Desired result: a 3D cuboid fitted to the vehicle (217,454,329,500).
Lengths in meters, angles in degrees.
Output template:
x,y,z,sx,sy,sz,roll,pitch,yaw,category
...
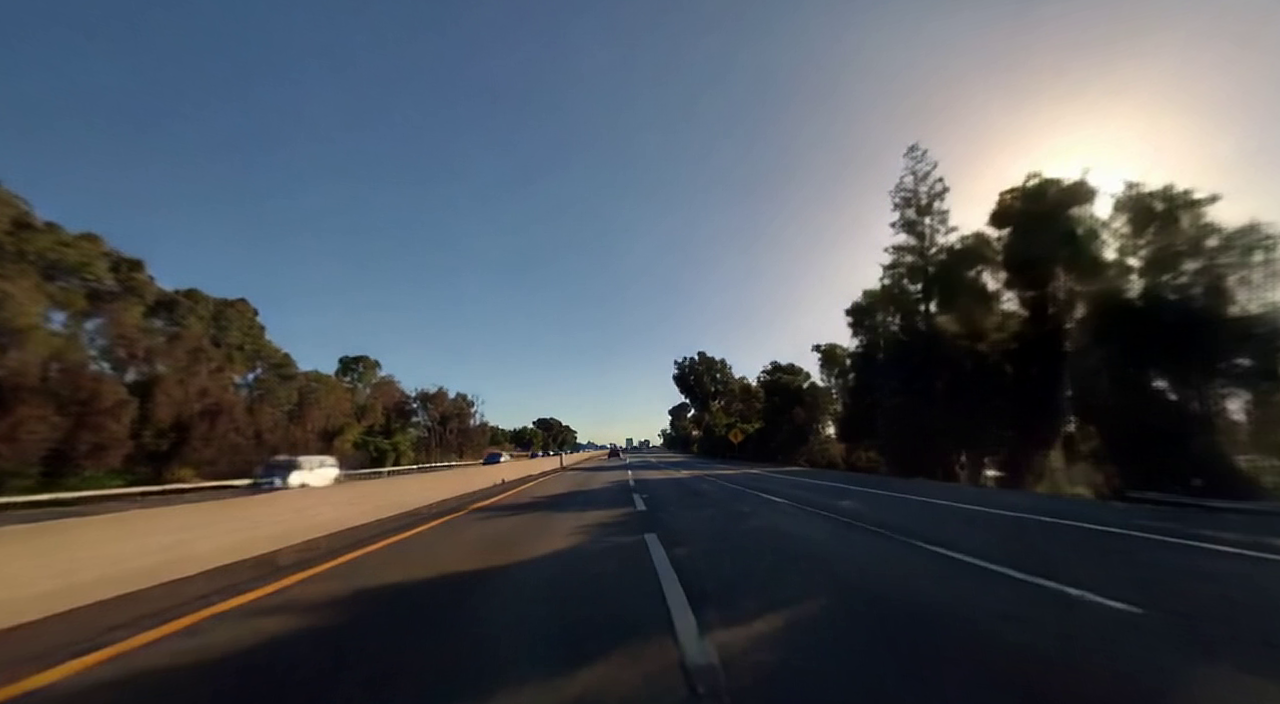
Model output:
x,y,z,sx,sy,sz,roll,pitch,yaw,category
-14.870,5.040,25.919,2.051,1.664,4.484,0,-9,-2,vehicle
